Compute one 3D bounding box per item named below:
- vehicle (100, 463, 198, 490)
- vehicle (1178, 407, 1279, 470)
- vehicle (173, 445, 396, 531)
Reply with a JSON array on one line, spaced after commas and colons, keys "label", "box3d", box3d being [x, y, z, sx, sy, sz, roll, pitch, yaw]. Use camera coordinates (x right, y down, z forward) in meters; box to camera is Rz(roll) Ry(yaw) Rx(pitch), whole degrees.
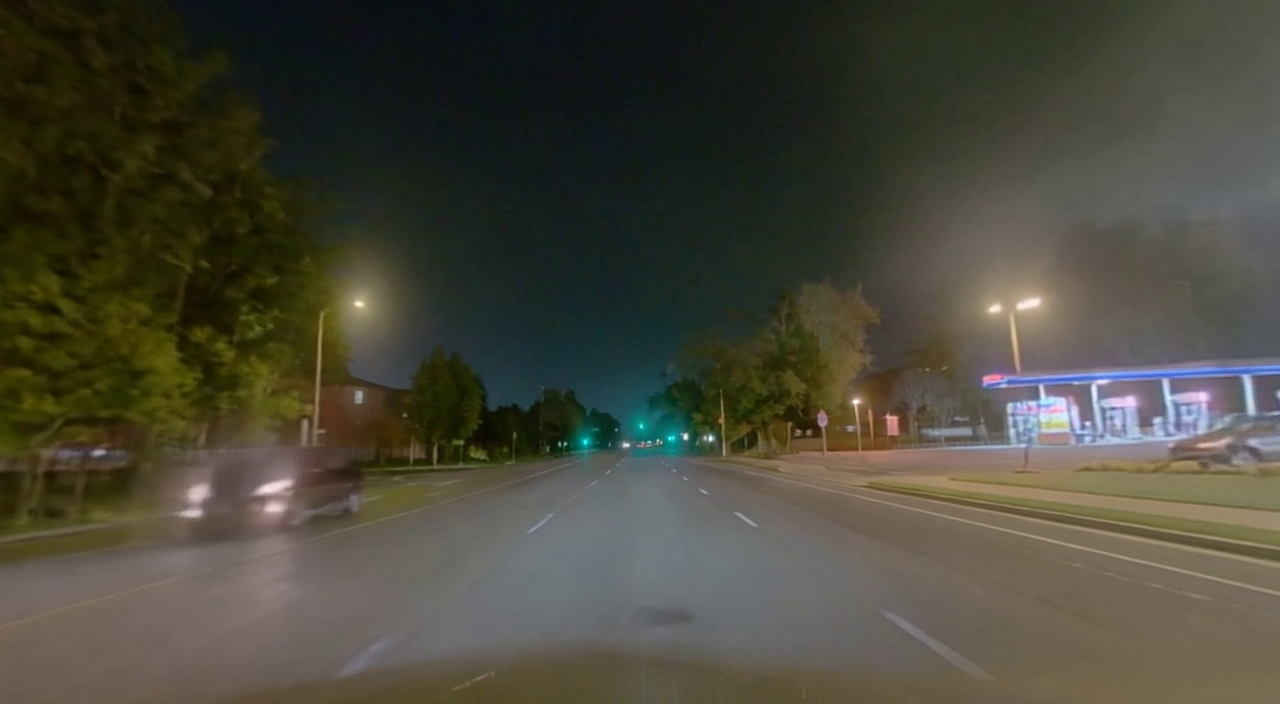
[{"label": "vehicle", "box3d": [-29.028, 7.362, 37.449, 4.279, 1.437, 1.872, -1, -8, 3]}, {"label": "vehicle", "box3d": [16.541, 2.143, 15.696, 4.506, 1.461, 1.955, 0, -8, -1]}, {"label": "vehicle", "box3d": [-7.190, 2.749, 13.499, 2.079, 1.489, 4.515, 0, -8, 1]}]
